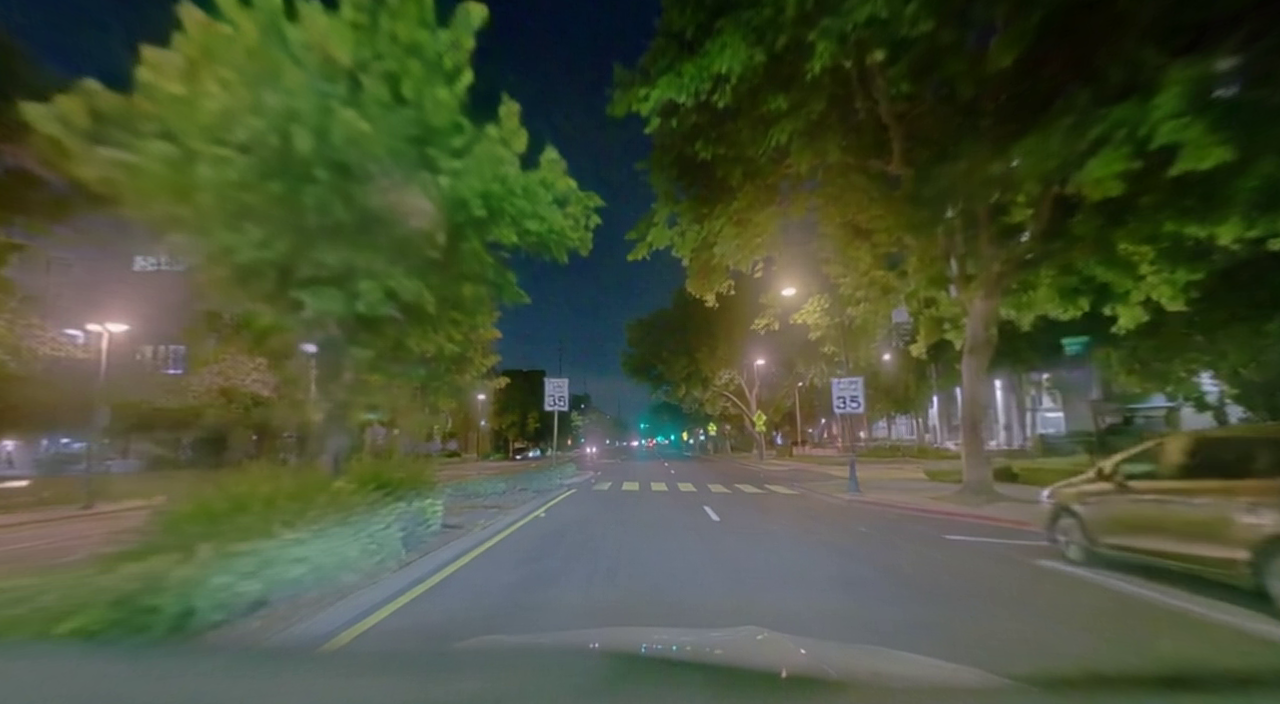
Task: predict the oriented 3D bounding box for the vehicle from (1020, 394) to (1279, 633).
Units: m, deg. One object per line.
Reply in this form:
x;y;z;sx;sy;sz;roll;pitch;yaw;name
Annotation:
5.992;1.334;5.467;2.104;1.826;5.301;0;-8;0;vehicle
